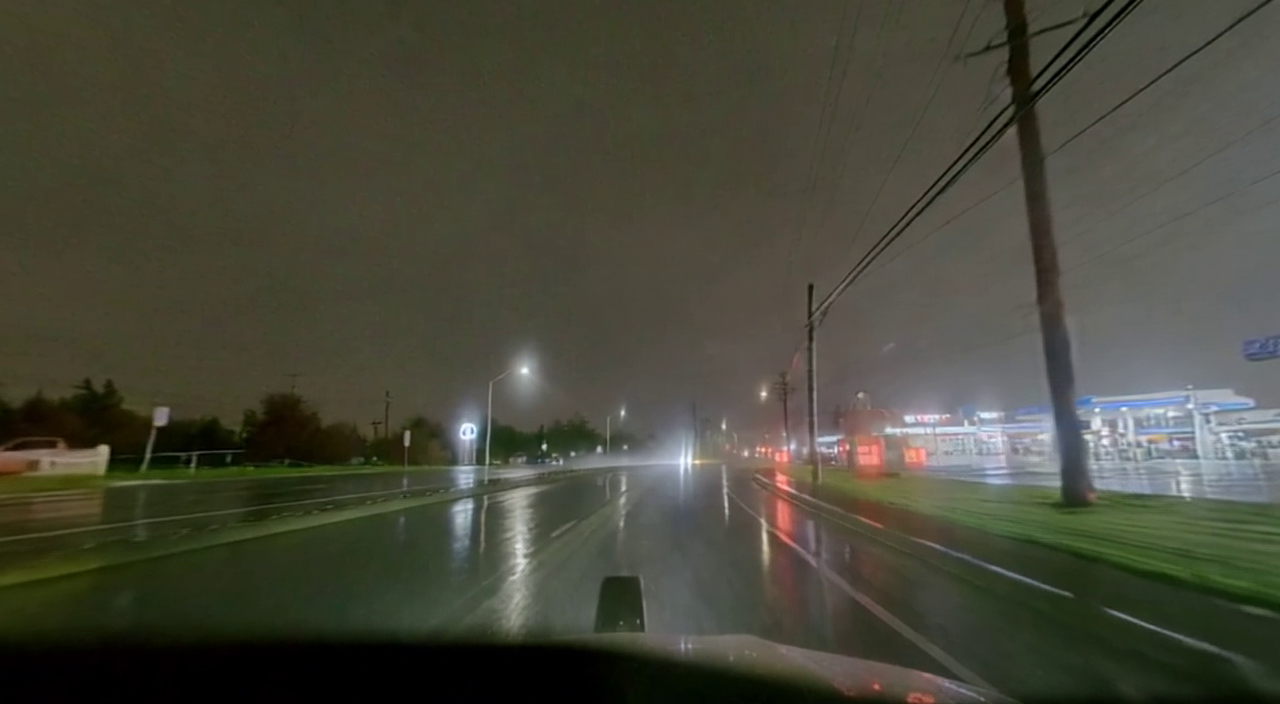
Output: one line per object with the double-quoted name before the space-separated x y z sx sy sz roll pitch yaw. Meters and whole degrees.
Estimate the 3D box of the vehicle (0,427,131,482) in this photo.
"vehicle" -23.746 4.099 25.080 5.785 2.002 2.241 -4 -9 14

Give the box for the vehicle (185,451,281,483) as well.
"vehicle" -21.452 6.015 33.219 4.147 1.562 1.805 -2 -9 16
